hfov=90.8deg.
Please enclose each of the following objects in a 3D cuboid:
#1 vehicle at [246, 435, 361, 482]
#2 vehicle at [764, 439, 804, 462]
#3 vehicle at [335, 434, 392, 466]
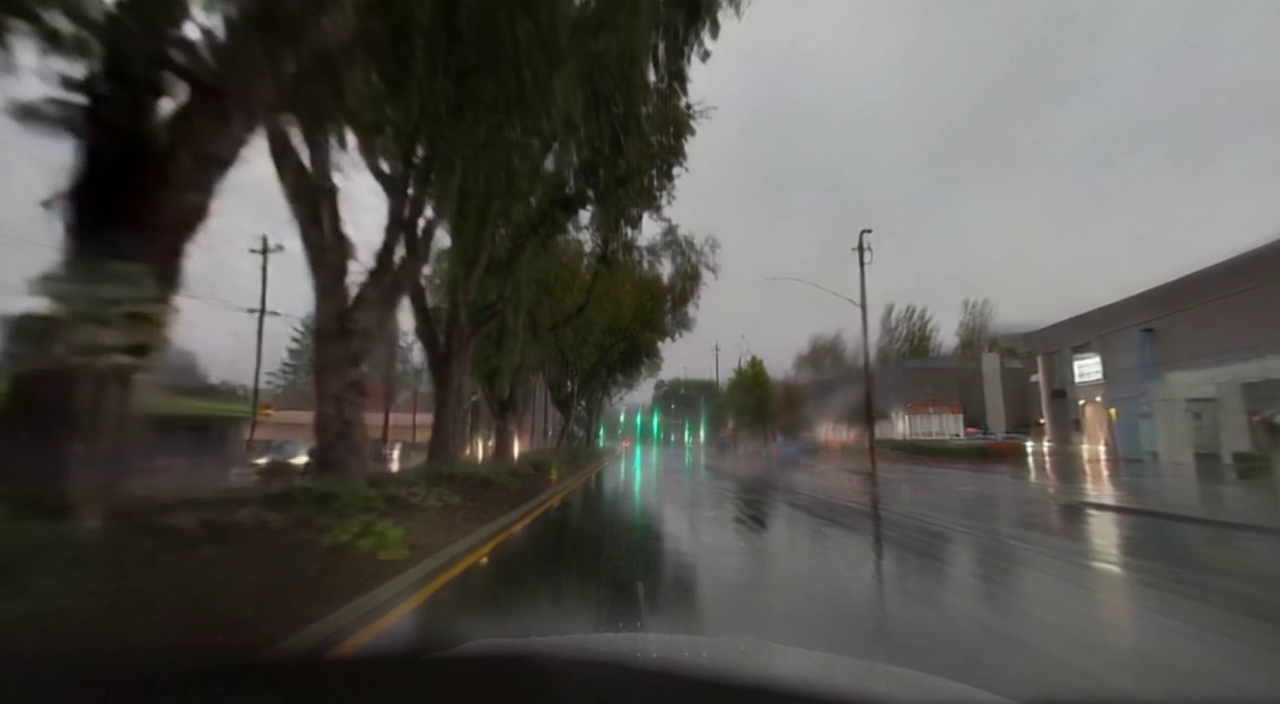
[{"bbox_3d":[-12.868,4.089,24.520,2.027,1.647,4.385,0,-9,0],"label":"vehicle"},{"bbox_3d":[10.168,6.981,44.910,1.901,1.586,3.903,0,-9,0],"label":"vehicle"},{"bbox_3d":[-19.367,6.908,44.468,1.954,2.000,4.687,-2,-9,0],"label":"vehicle"}]
